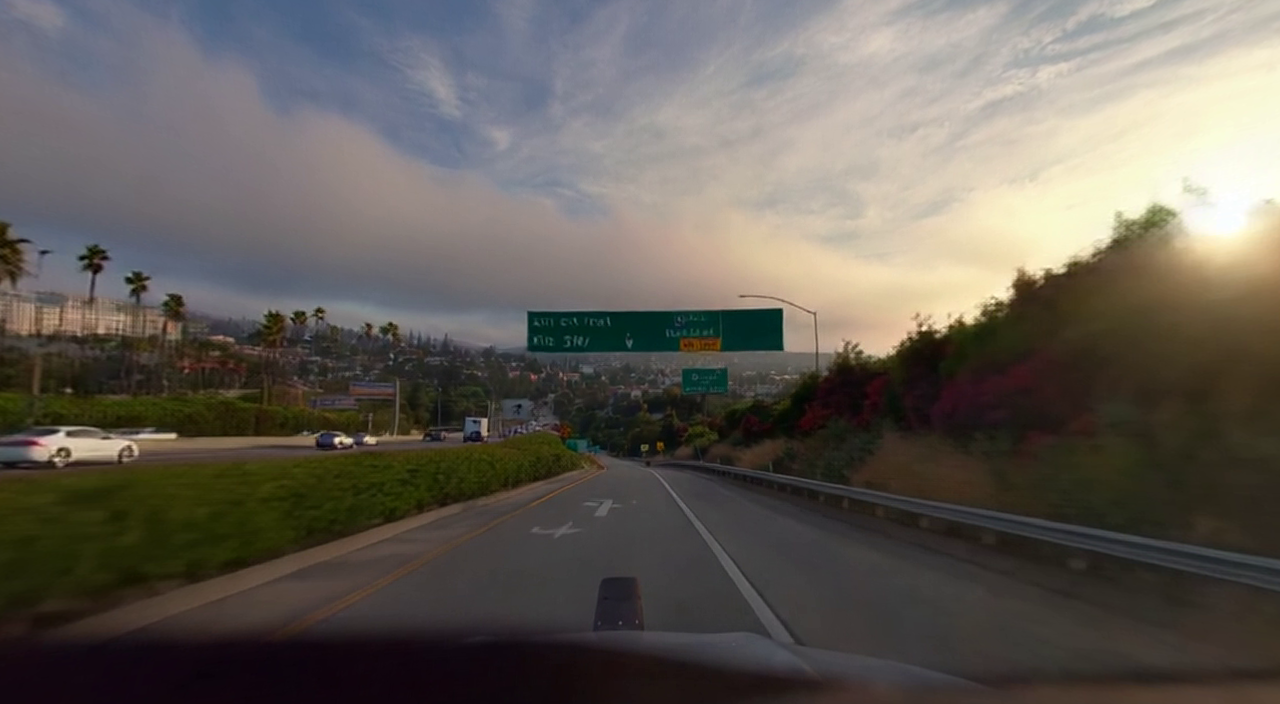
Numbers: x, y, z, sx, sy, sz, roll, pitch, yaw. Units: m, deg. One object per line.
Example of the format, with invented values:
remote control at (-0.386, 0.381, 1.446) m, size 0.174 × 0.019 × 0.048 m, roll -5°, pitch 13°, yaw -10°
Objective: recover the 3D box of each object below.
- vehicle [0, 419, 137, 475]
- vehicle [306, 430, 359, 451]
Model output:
vehicle at (-17.717, 2.822, 18.722) m, size 1.931 × 1.451 × 4.683 m, roll 0°, pitch -9°, yaw -3°
vehicle at (-23.368, 6.750, 48.228) m, size 1.933 × 1.496 × 4.516 m, roll 0°, pitch -9°, yaw -2°
